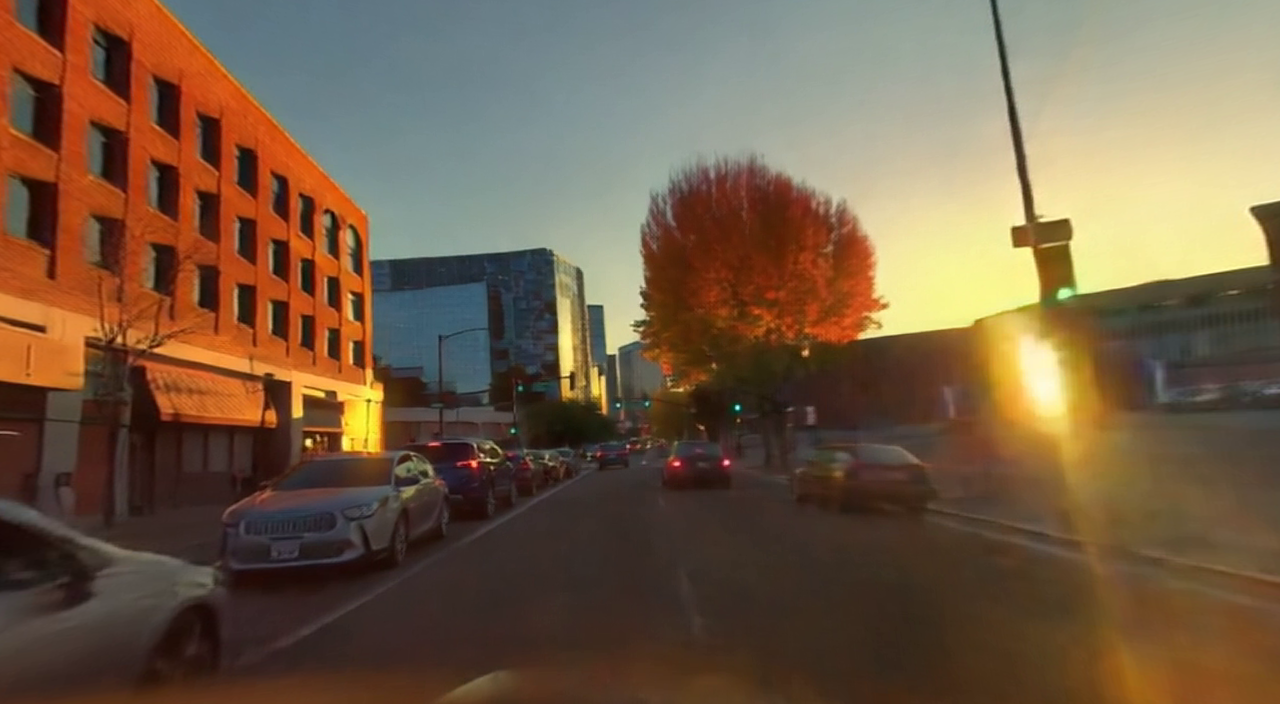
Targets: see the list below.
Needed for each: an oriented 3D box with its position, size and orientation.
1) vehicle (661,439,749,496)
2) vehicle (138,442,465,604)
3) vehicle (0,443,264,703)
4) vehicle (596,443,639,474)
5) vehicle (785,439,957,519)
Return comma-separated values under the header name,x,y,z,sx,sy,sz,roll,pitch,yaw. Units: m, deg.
name,x,y,z,sx,sy,sz,roll,pitch,yaw
vehicle,1.795,3.387,18.908,2.150,1.464,4.467,-1,-8,0
vehicle,-3.886,1.976,8.445,2.214,1.496,4.648,0,-8,-6
vehicle,-2.874,0.874,1.000,2.169,1.427,4.531,0,-8,-7
vehicle,-1.142,5.550,33.144,2.102,1.521,4.078,0,-8,-1
vehicle,4.778,2.665,13.895,1.956,1.446,4.537,0,-8,-2
